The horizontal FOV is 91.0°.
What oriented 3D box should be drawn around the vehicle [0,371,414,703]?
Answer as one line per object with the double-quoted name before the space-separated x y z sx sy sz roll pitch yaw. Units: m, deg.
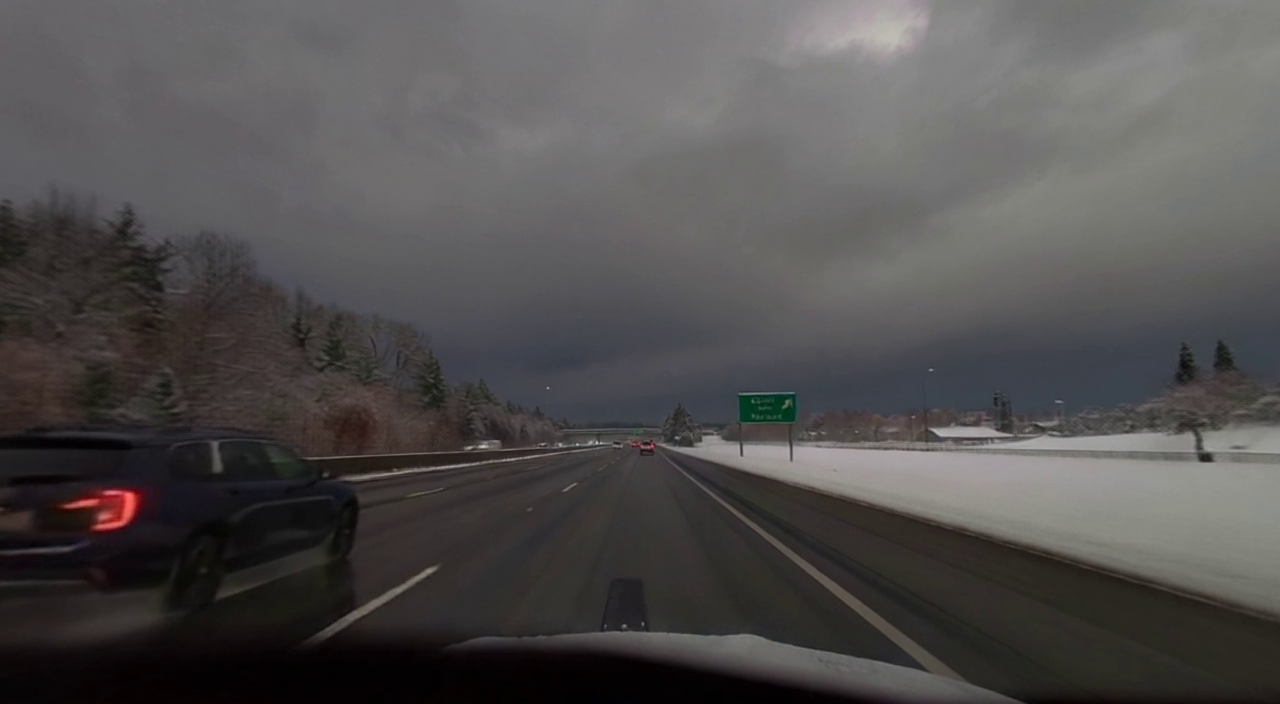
"vehicle" -3.622 1.196 4.778 2.061 1.572 4.814 0 -8 -1
